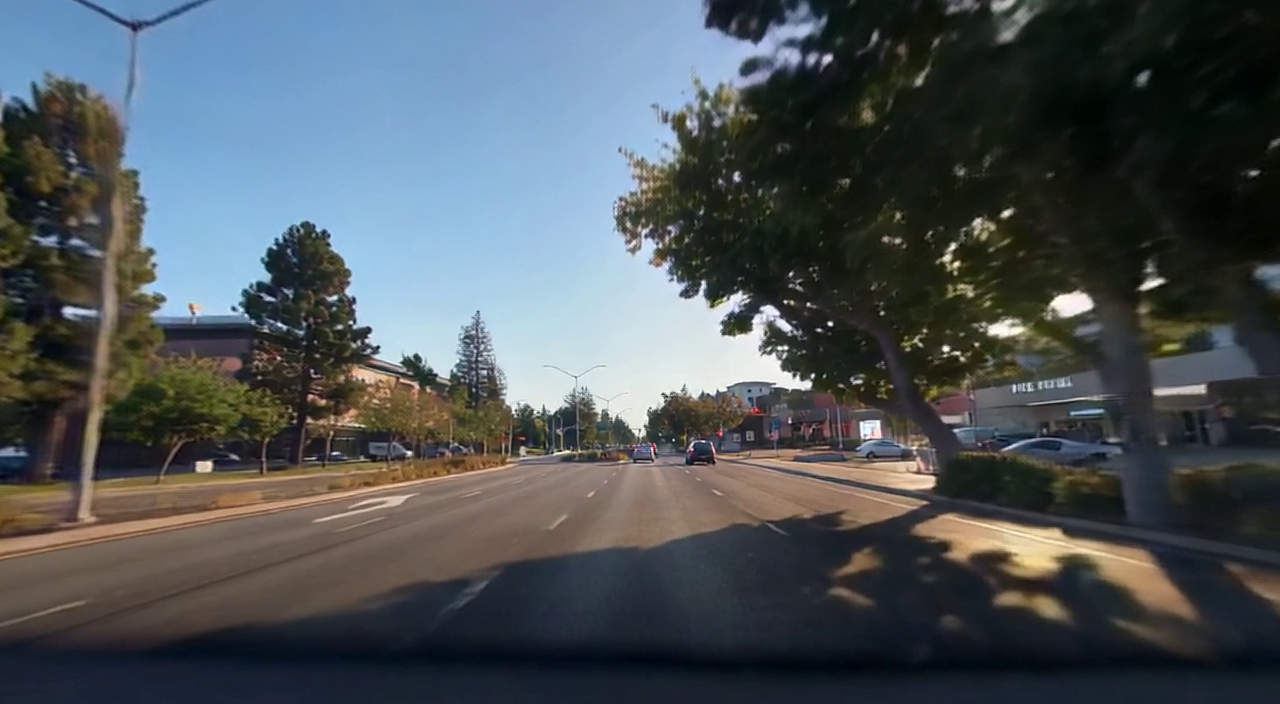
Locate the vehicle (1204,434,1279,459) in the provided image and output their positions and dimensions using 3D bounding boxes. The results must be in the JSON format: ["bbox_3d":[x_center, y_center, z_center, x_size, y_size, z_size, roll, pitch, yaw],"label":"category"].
[{"bbox_3d":[38.090,5.863,38.992,2.007,1.469,4.518,8,-12,-44],"label":"vehicle"}]

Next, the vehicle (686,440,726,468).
[{"bbox_3d":[4.133,6.439,39.937,2.007,1.683,4.171,0,-9,-1],"label":"vehicle"}]

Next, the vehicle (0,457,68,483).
[{"bbox_3d":[-44.604,8.534,45.531,4.408,1.629,2.141,-3,-9,-2],"label":"vehicle"}]

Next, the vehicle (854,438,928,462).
[{"bbox_3d":[17.282,6.753,43.543,4.233,1.562,2.143,0,-9,1],"label":"vehicle"}]

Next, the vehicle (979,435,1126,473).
[{"bbox_3d":[17.007,4.218,26.164,4.685,1.478,1.849,-1,-9,2],"label":"vehicle"}]

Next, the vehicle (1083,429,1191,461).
[{"bbox_3d":[30.370,5.724,38.642,2.038,1.770,4.755,7,-12,-42],"label":"vehicle"}]
